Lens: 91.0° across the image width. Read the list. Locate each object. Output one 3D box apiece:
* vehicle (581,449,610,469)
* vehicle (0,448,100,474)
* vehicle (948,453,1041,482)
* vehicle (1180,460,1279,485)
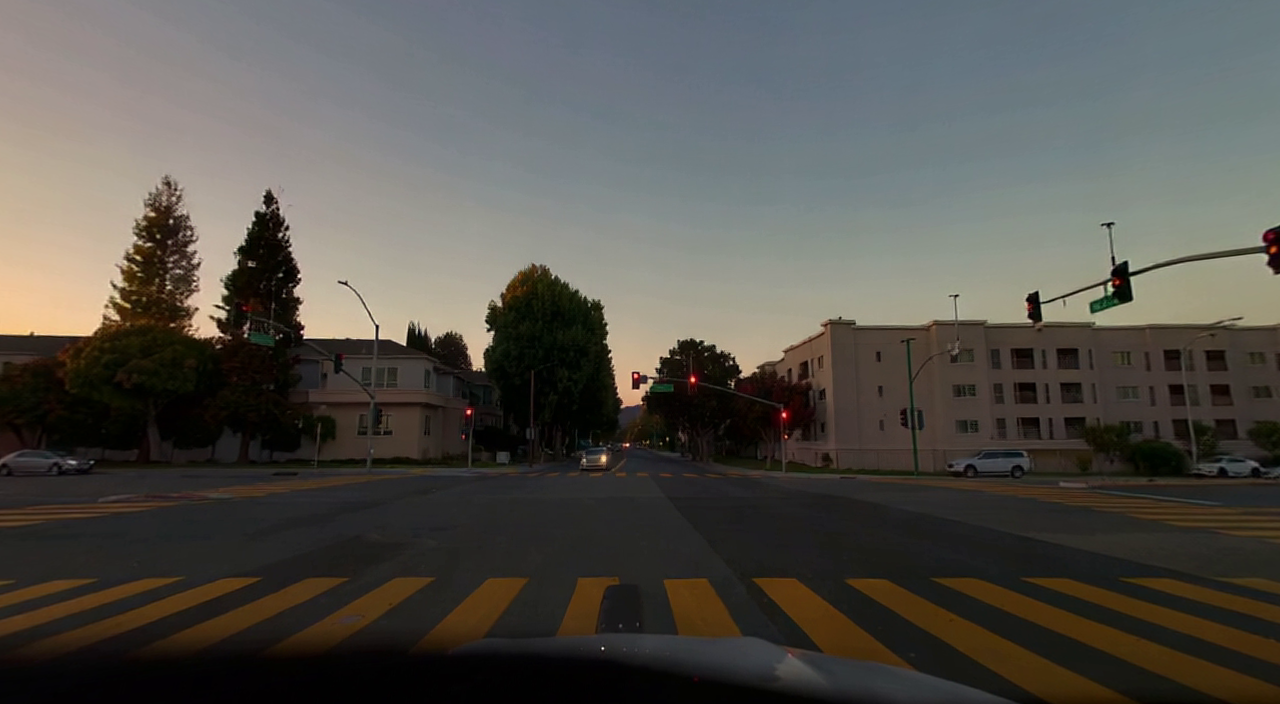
[{"bbox_3d":[-3.455,8.390,49.406,1.908,1.441,4.142,0,-8,1],"label":"vehicle"},{"bbox_3d":[-35.140,6.430,37.189,4.741,1.447,1.807,0,-9,0],"label":"vehicle"},{"bbox_3d":[21.100,6.872,37.586,4.447,1.623,1.801,0,-9,-3],"label":"vehicle"},{"bbox_3d":[36.230,7.309,38.301,4.976,1.428,1.929,0,-8,-2],"label":"vehicle"}]
